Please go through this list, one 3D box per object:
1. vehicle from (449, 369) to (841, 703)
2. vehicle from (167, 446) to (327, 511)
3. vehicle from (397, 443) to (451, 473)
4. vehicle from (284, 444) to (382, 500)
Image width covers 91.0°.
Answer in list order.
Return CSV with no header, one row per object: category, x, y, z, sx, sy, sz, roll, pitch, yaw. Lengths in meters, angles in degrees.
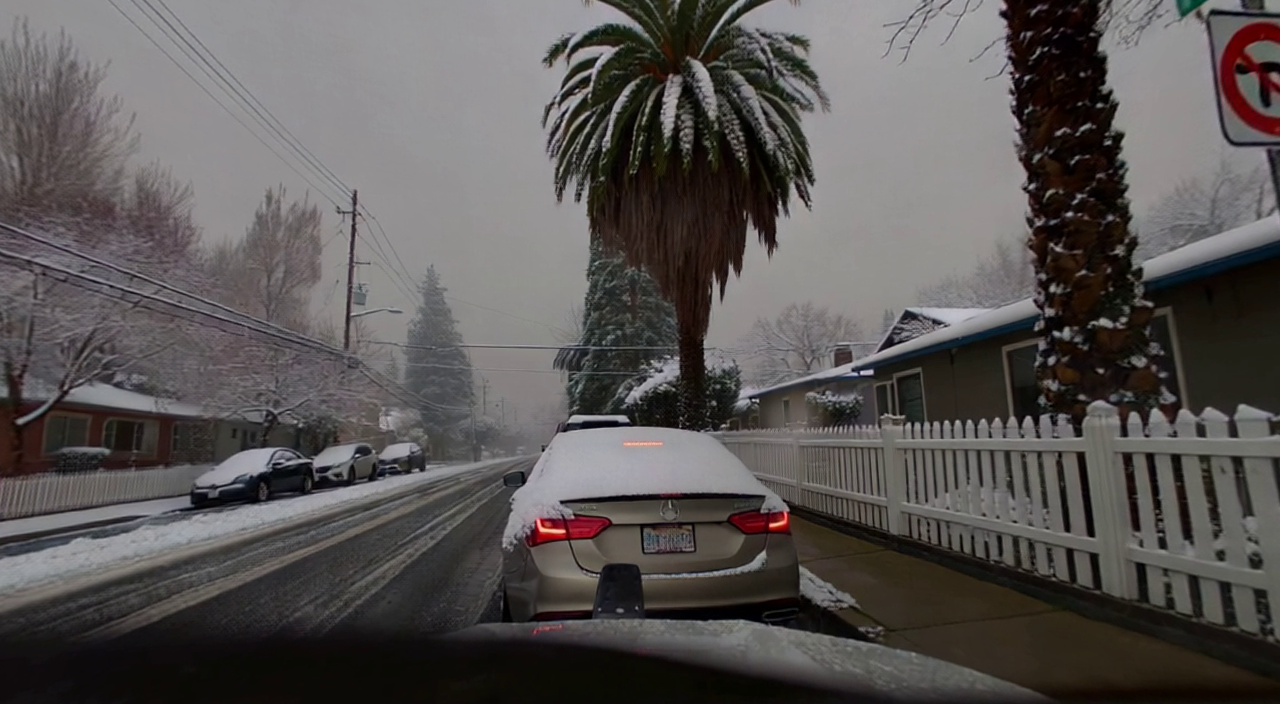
vehicle,-0.135,1.214,5.005,1.894,1.695,3.795,1,-8,-6
vehicle,-11.399,3.654,18.804,2.017,1.627,5.039,1,-8,-7
vehicle,-13.164,6.466,38.706,2.060,1.689,4.999,1,-8,-7
vehicle,-12.151,4.709,25.273,2.048,1.485,4.757,-4,-4,-7
